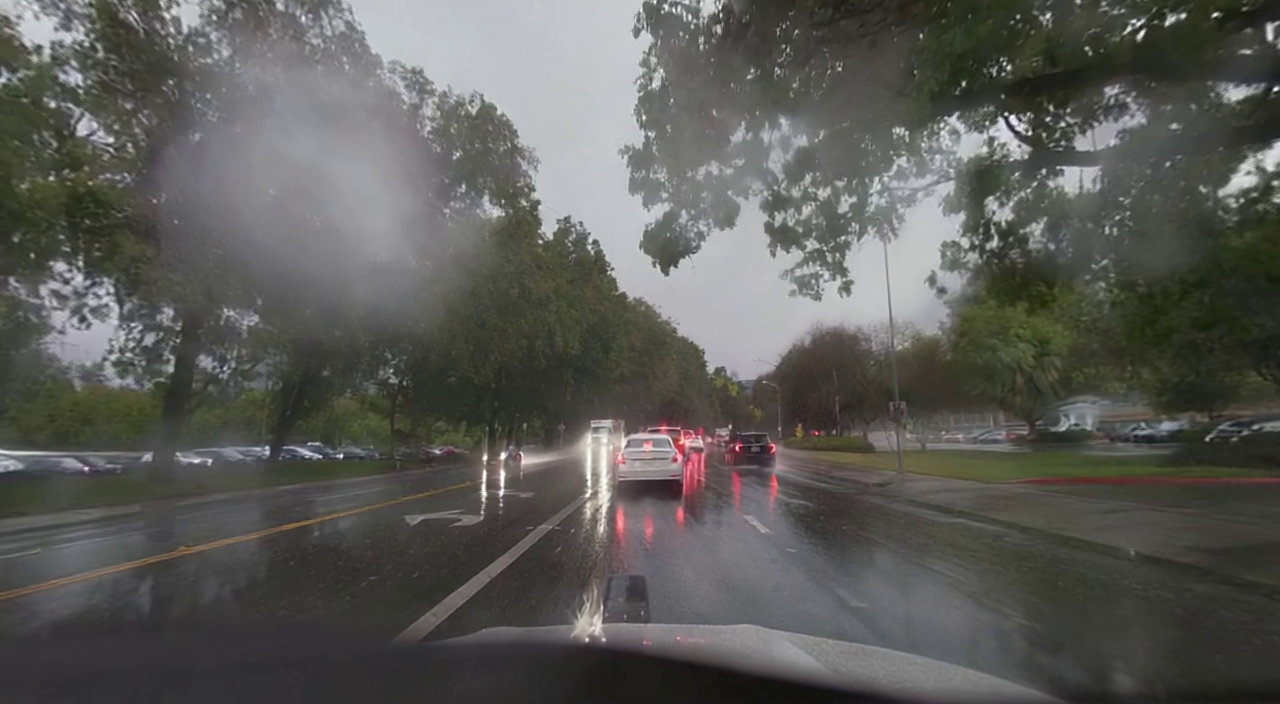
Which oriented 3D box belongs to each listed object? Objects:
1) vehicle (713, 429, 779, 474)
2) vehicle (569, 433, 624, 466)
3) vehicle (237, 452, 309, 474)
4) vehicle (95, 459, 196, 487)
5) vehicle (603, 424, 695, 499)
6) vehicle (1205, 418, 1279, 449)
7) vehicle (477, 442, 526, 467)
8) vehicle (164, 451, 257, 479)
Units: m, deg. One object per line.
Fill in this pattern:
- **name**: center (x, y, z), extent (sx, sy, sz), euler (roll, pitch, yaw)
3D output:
- **vehicle**: center (4.607, 4.395, 28.091), extent (2.155, 1.786, 4.459), euler (0, -8, 1)
- **vehicle**: center (-2.481, 5.718, 37.243), extent (2.057, 1.786, 4.725), euler (-2, -8, 11)
- **vehicle**: center (-26.576, 8.010, 45.666), extent (4.260, 1.498, 1.769), euler (-2, -8, 10)
- **vehicle**: center (-27.872, 6.803, 35.606), extent (4.391, 1.442, 1.763), euler (-1, -8, 5)
- **vehicle**: center (0.216, 2.876, 16.942), extent (2.154, 1.710, 4.128), euler (-1, -8, 0)
- **vehicle**: center (38.146, 5.040, 38.933), extent (4.512, 1.785, 1.895), euler (-1, -8, 1)
- **vehicle**: center (-8.901, 6.639, 41.036), extent (1.909, 1.471, 4.502), euler (-1, -8, 4)
- **vehicle**: center (-27.667, 7.271, 40.699), extent (4.743, 1.671, 1.842), euler (-1, -8, 4)
